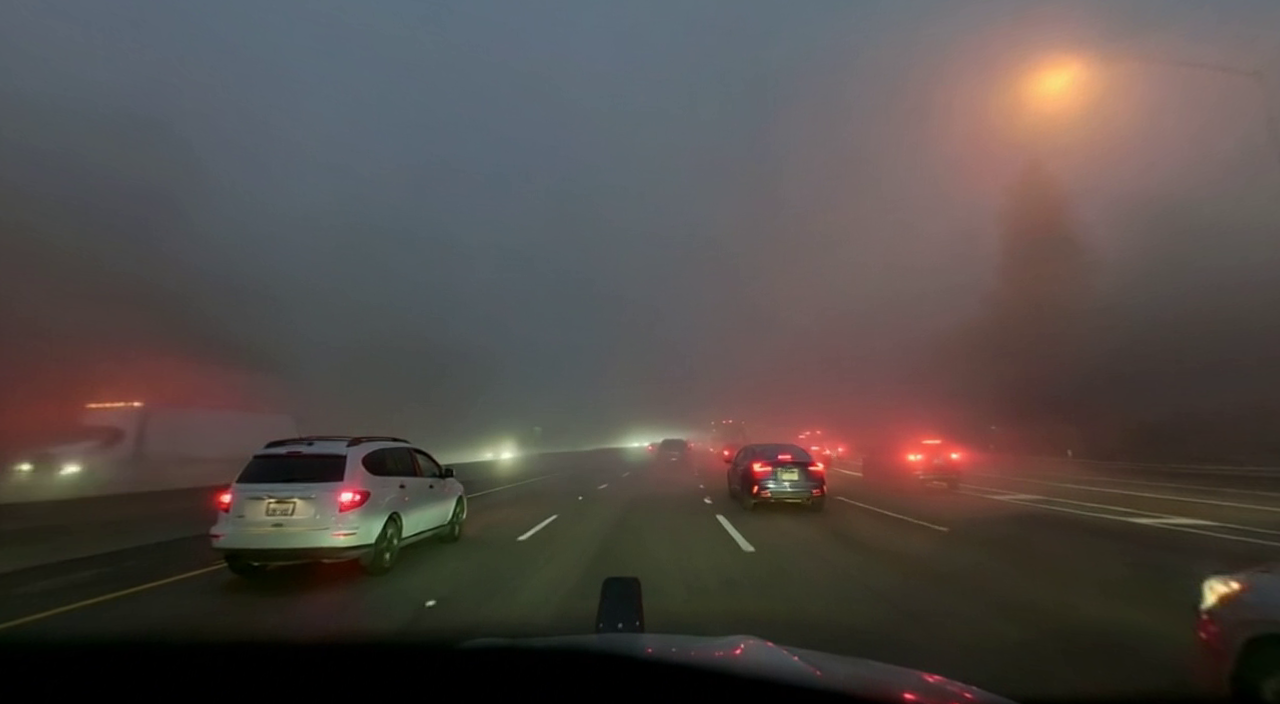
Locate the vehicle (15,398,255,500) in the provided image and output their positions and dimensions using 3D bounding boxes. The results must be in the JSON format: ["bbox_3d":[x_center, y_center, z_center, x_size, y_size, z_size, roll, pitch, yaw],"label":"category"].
[{"bbox_3d":[-19.662,3.908,25.447,2.839,3.446,7.700,-1,-9,4],"label":"vehicle"}]

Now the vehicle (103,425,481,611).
[{"bbox_3d":[-3.544,1.762,7.662,1.937,1.558,4.469,0,-9,2],"label":"vehicle"}]

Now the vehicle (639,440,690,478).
[{"bbox_3d":[1.140,4.873,28.893,2.201,1.614,3.803,0,-9,3],"label":"vehicle"}]

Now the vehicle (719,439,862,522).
[{"bbox_3d":[3.018,2.693,13.735,2.009,1.489,4.559,0,-9,0],"label":"vehicle"}]

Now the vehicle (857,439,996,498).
[{"bbox_3d":[8.188,3.359,18.592,2.014,1.506,4.626,0,-9,1],"label":"vehicle"}]
